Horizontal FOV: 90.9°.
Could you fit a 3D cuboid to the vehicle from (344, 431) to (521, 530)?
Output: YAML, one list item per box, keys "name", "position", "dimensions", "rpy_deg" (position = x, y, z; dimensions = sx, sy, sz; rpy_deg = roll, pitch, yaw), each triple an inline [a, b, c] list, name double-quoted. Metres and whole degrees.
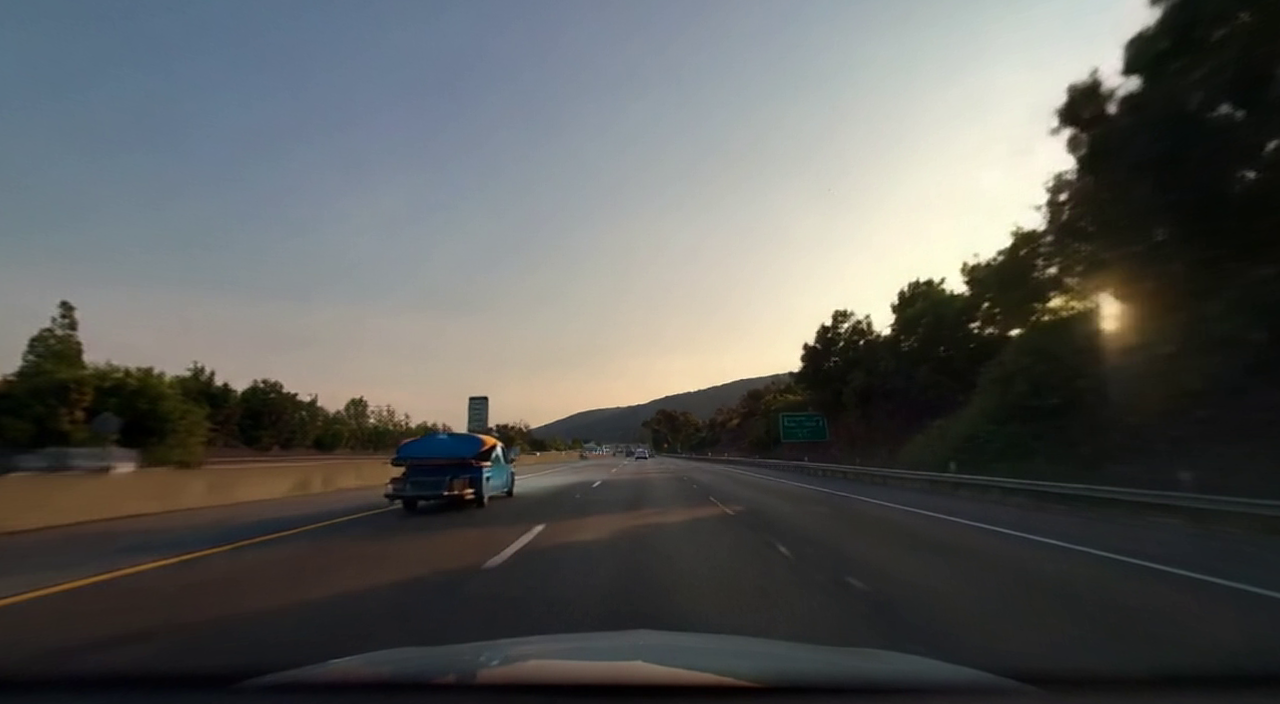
- name: "vehicle"
  position: [-3.664, 2.345, 12.013]
  dimensions: [1.965, 1.556, 3.971]
  rpy_deg: [0, -9, 1]
